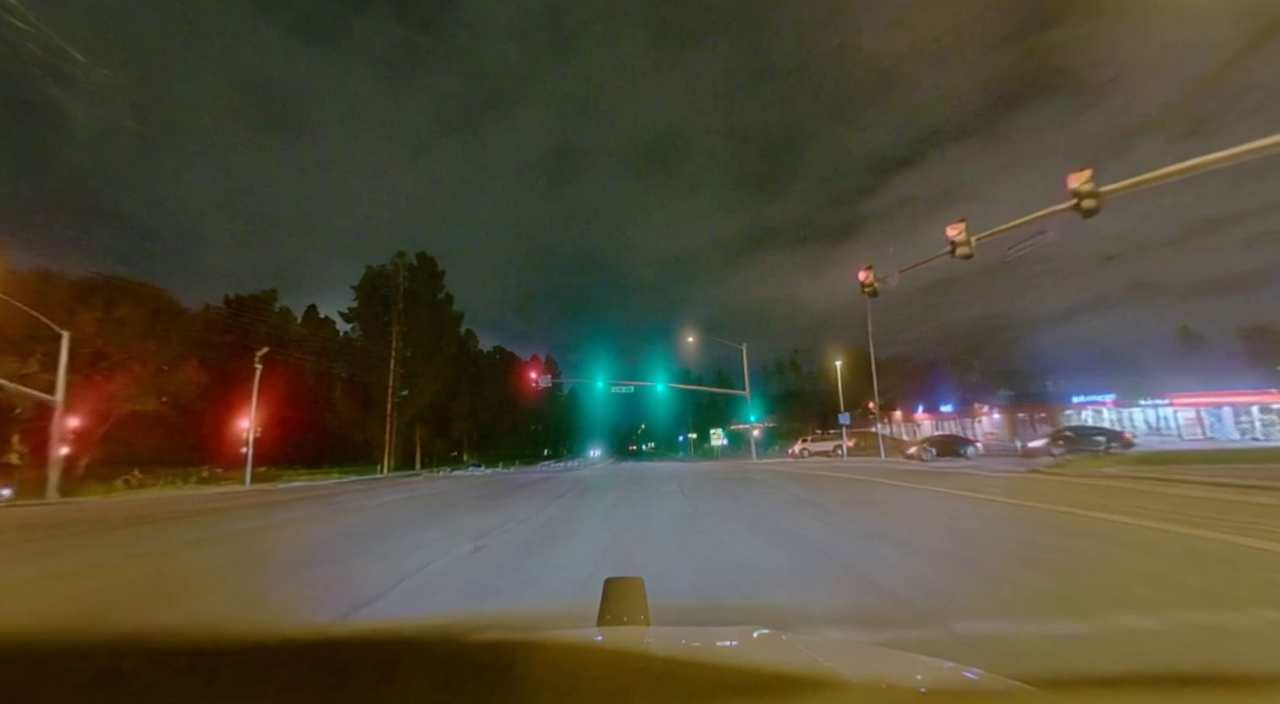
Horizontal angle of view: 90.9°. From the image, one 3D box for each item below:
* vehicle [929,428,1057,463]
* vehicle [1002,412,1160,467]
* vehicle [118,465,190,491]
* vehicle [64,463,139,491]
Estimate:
[{"bbox_3d":[15.749,4.187,28.287,4.582,1.436,2.073,0,-9,-7],"label":"vehicle"},{"bbox_3d":[17.611,3.515,25.327,4.721,1.637,2.256,-5,-8,-8],"label":"vehicle"},{"bbox_3d":[-37.782,9.784,49.115,1.959,1.633,4.579,-4,-9,1],"label":"vehicle"},{"bbox_3d":[-40.826,9.437,47.882,1.887,1.769,4.326,-1,-7,0],"label":"vehicle"}]
